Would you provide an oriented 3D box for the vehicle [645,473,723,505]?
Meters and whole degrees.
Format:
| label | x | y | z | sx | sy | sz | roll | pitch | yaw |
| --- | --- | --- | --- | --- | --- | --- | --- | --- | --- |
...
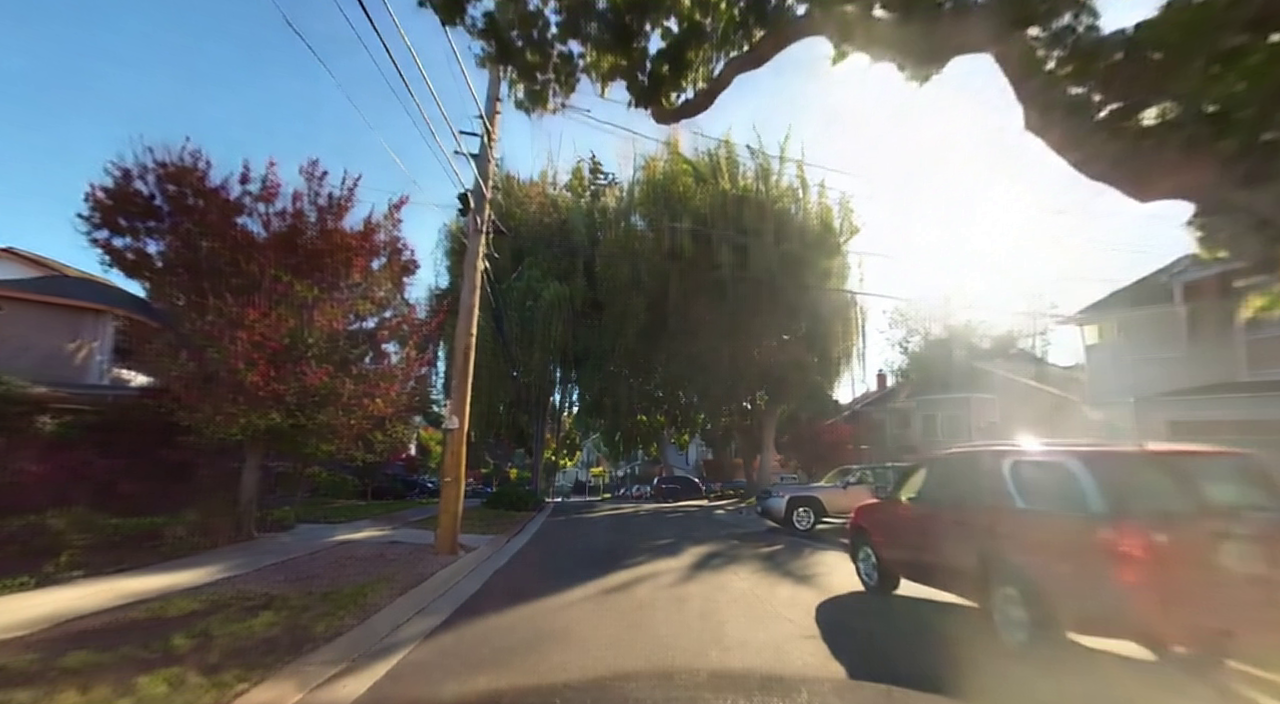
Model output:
| label | x | y | z | sx | sy | sz | roll | pitch | yaw |
| --- | --- | --- | --- | --- | --- | --- | --- | --- | --- |
| vehicle | 2.661 | 8.370 | 38.678 | 4.413 | 1.728 | 1.869 | 1 | -9 | -9 |

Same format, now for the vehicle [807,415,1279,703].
| label | x | y | z | sx | sy | sz | roll | pitch | yaw |
| --- | --- | --- | --- | --- | --- | --- | --- | --- | --- |
| vehicle | 3.241 | 1.418 | 5.091 | 2.133 | 1.566 | 4.737 | 1 | -9 | -5 |
